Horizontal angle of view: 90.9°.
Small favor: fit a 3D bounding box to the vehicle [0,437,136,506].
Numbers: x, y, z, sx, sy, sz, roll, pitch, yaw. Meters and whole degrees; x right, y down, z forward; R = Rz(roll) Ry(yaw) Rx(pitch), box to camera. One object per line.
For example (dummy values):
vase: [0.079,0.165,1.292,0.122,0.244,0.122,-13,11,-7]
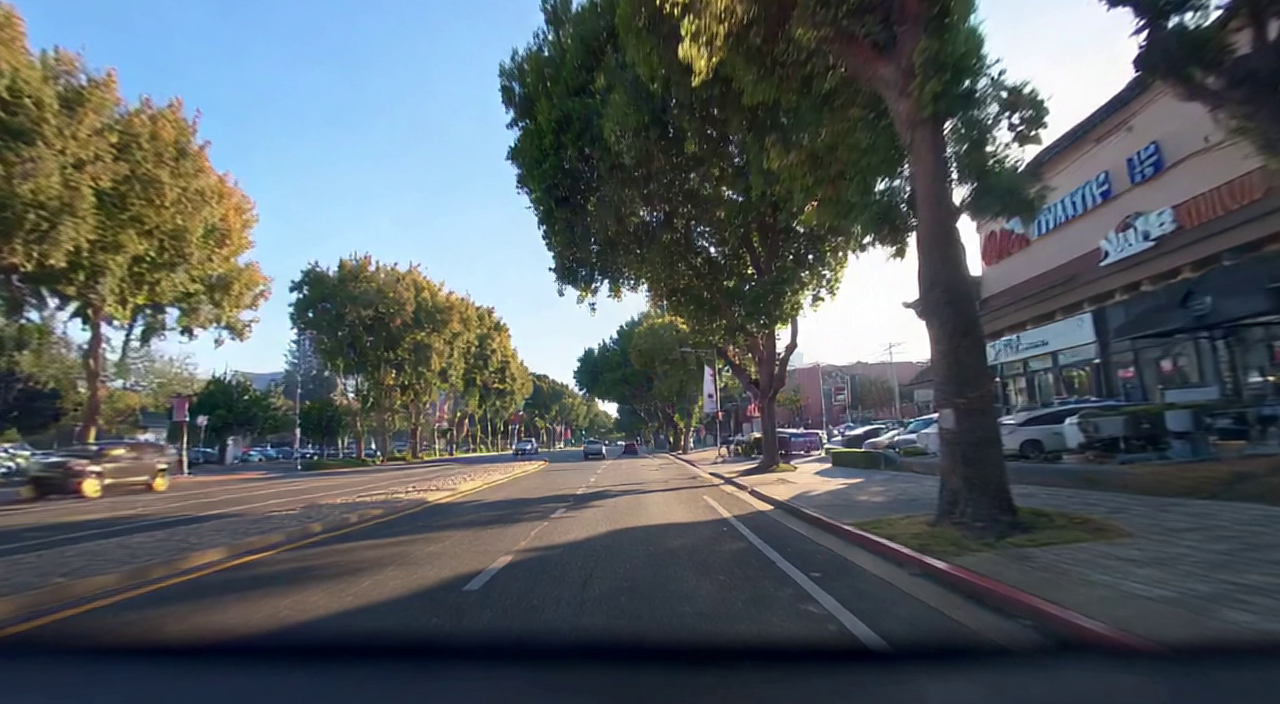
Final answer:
vehicle: [-15.804,3.000,16.193,1.964,1.575,4.630,0,-8,-2]
